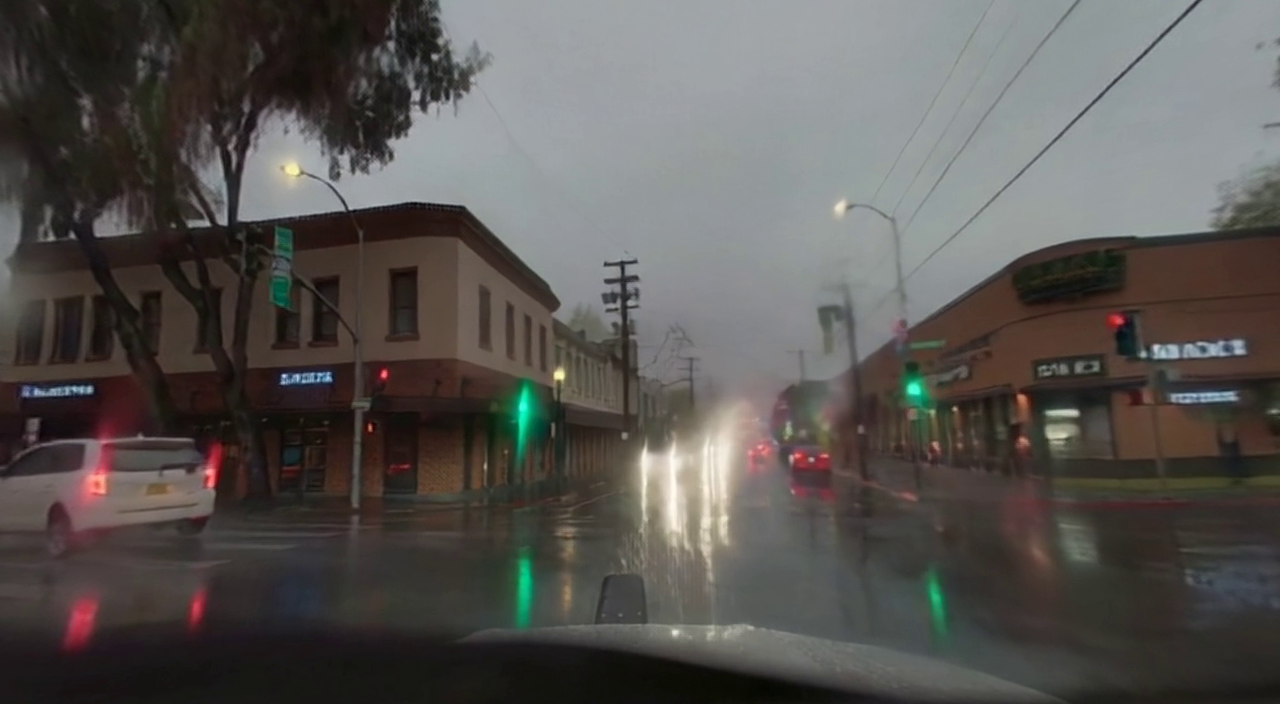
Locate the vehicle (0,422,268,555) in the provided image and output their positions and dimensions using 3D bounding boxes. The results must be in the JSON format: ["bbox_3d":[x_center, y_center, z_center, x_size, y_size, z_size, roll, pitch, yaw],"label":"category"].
[{"bbox_3d":[-9.308,2.268,11.243,4.611,1.882,2.440,-5,-9,27],"label":"vehicle"}]

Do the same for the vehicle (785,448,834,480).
[{"bbox_3d":[8.689,5.742,32.669,2.062,1.526,3.989,-2,-8,10],"label":"vehicle"}]

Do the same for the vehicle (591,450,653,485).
[{"bbox_3d":[-0.836,5.895,32.474,2.179,1.596,4.286,-2,-8,12],"label":"vehicle"}]
